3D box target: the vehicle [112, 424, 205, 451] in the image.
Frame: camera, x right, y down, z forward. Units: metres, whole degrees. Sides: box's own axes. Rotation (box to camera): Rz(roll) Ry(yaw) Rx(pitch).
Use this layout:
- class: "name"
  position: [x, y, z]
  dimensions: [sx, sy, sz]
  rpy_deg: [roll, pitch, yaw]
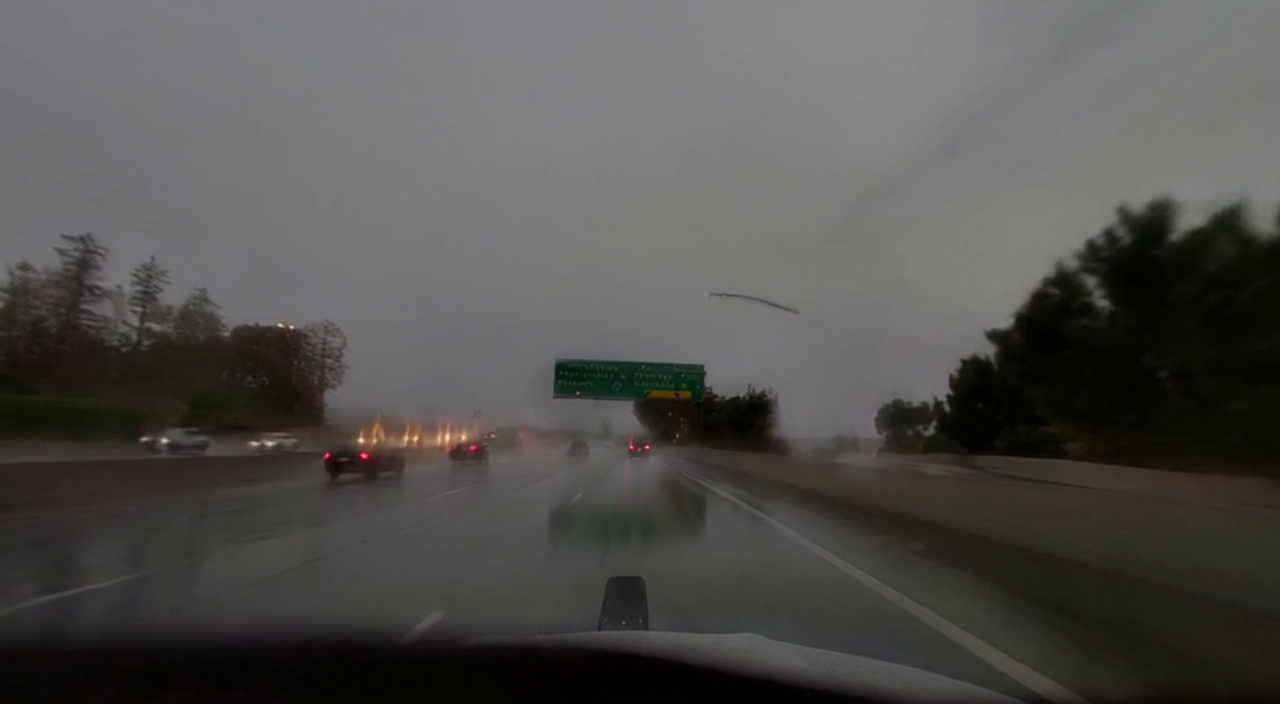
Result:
- class: "vehicle"
  position: [-33.882, 6.059, 44.606]
  dimensions: [2.162, 1.766, 5.668]
  rpy_deg: [0, -8, -1]

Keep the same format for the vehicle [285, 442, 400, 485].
- class: "vehicle"
  position: [-11.145, 4.185, 24.106]
  dimensions: [1.935, 1.474, 5.033]
  rpy_deg: [0, -8, 0]

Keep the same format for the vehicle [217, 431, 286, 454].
- class: "vehicle"
  position: [-26.175, 6.124, 42.713]
  dimensions: [1.902, 1.473, 4.341]
  rpy_deg: [0, -8, 0]

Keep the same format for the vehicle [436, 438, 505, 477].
- class: "vehicle"
  position: [-7.654, 4.785, 28.911]
  dimensions: [2.086, 1.628, 4.039]
  rpy_deg: [0, -8, -1]

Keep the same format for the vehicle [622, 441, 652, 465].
- class: "vehicle"
  position: [-0.258, 6.599, 41.312]
  dimensions: [1.881, 1.460, 3.694]
  rpy_deg: [0, -8, -2]

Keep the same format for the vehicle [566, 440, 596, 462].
- class: "vehicle"
  position: [-4.540, 7.694, 49.211]
  dimensions: [1.991, 1.610, 4.606]
  rpy_deg: [0, -8, -1]
